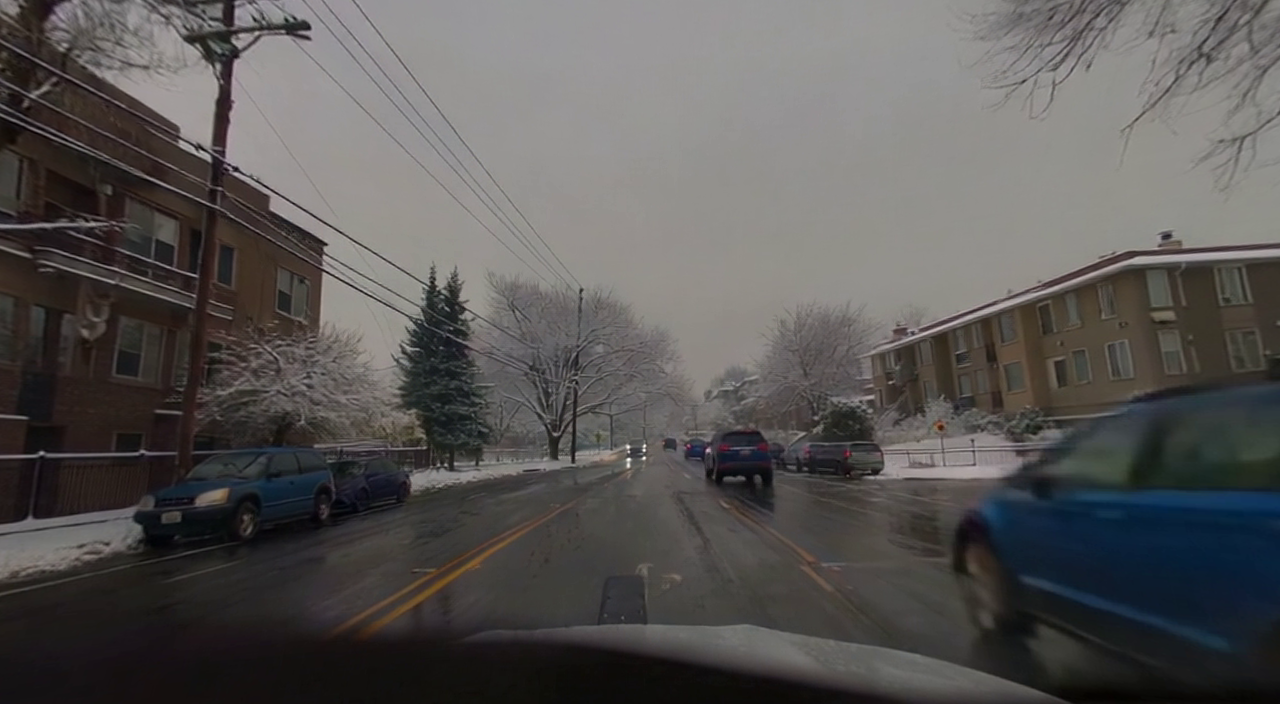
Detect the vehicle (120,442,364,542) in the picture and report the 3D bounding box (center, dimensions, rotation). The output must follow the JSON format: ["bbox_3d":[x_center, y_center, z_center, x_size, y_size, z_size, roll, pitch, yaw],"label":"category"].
[{"bbox_3d":[-8.459,2.960,14.078,2.381,1.825,4.652,0,-8,0],"label":"vehicle"}]

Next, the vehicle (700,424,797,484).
[{"bbox_3d":[3.601,3.541,21.970,2.368,1.840,4.896,0,-8,-2],"label":"vehicle"}]

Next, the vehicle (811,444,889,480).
[{"bbox_3d":[9.418,4.950,28.602,1.935,1.478,4.711,0,-8,0],"label":"vehicle"}]

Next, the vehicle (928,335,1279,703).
[{"bbox_3d":[3.520,0.865,2.727,2.306,1.719,4.805,0,-8,1],"label":"vehicle"}]
